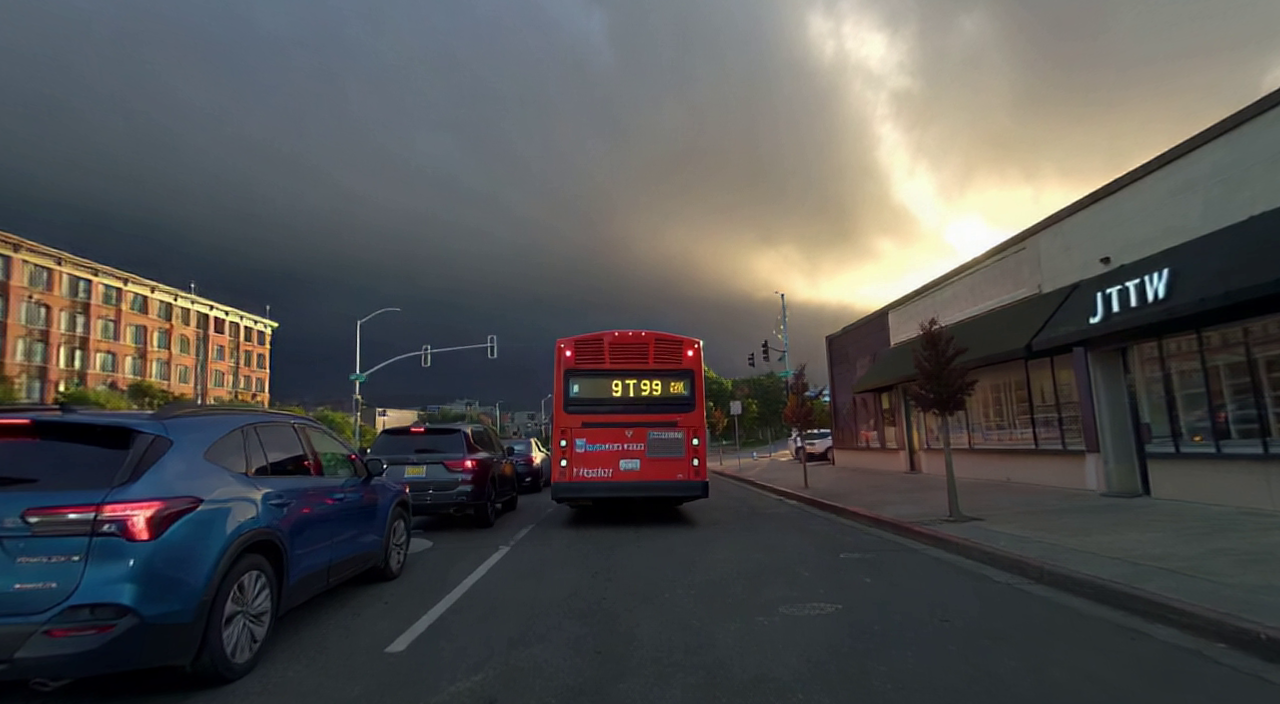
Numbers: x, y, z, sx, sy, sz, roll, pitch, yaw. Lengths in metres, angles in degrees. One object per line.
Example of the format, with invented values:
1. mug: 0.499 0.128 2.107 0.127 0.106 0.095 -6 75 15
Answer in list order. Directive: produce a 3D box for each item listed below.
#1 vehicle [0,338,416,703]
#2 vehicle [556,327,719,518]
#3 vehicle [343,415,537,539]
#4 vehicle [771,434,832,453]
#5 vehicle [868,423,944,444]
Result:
1. vehicle: -3.219 1.094 3.968 2.020 1.725 4.384 0 -8 0
2. vehicle: -0.301 2.001 16.540 2.938 3.468 9.972 0 -8 -3
3. vehicle: -3.352 2.206 11.781 2.096 1.828 4.669 0 -8 0
4. vehicle: 11.904 6.741 46.659 3.949 1.337 1.738 0 -9 -3
5. vehicle: 19.819 6.117 47.207 4.827 1.555 1.863 1 -9 -6
